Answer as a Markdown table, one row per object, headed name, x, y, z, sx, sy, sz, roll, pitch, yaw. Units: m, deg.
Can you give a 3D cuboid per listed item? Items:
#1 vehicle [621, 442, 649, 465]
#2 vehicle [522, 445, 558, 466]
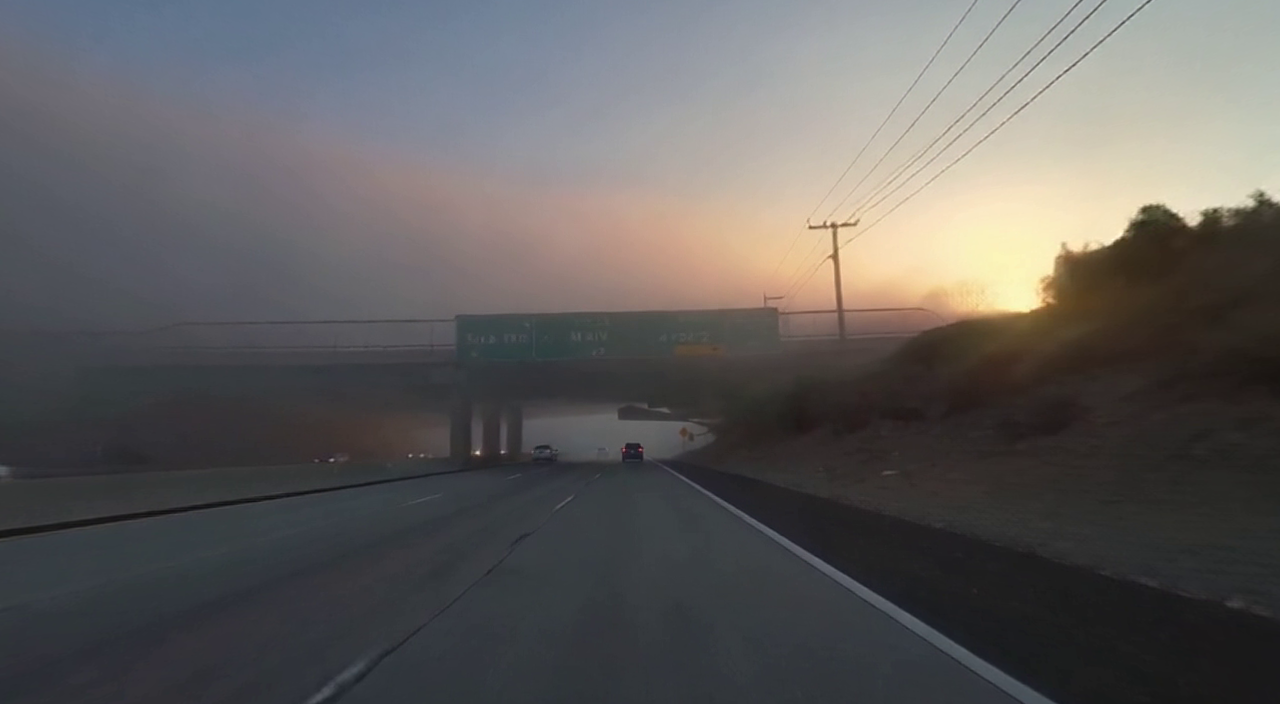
| name | x | y | z | sx | sy | sz | roll | pitch | yaw |
| --- | --- | --- | --- | --- | --- | --- | --- | --- | --- |
| vehicle | -0.383 | 7.808 | 48.834 | 2.063 | 1.715 | 4.299 | 0 | -8 | -1 |
| vehicle | -7.759 | 8.063 | 49.450 | 2.077 | 1.511 | 4.323 | 0 | -8 | 0 |
